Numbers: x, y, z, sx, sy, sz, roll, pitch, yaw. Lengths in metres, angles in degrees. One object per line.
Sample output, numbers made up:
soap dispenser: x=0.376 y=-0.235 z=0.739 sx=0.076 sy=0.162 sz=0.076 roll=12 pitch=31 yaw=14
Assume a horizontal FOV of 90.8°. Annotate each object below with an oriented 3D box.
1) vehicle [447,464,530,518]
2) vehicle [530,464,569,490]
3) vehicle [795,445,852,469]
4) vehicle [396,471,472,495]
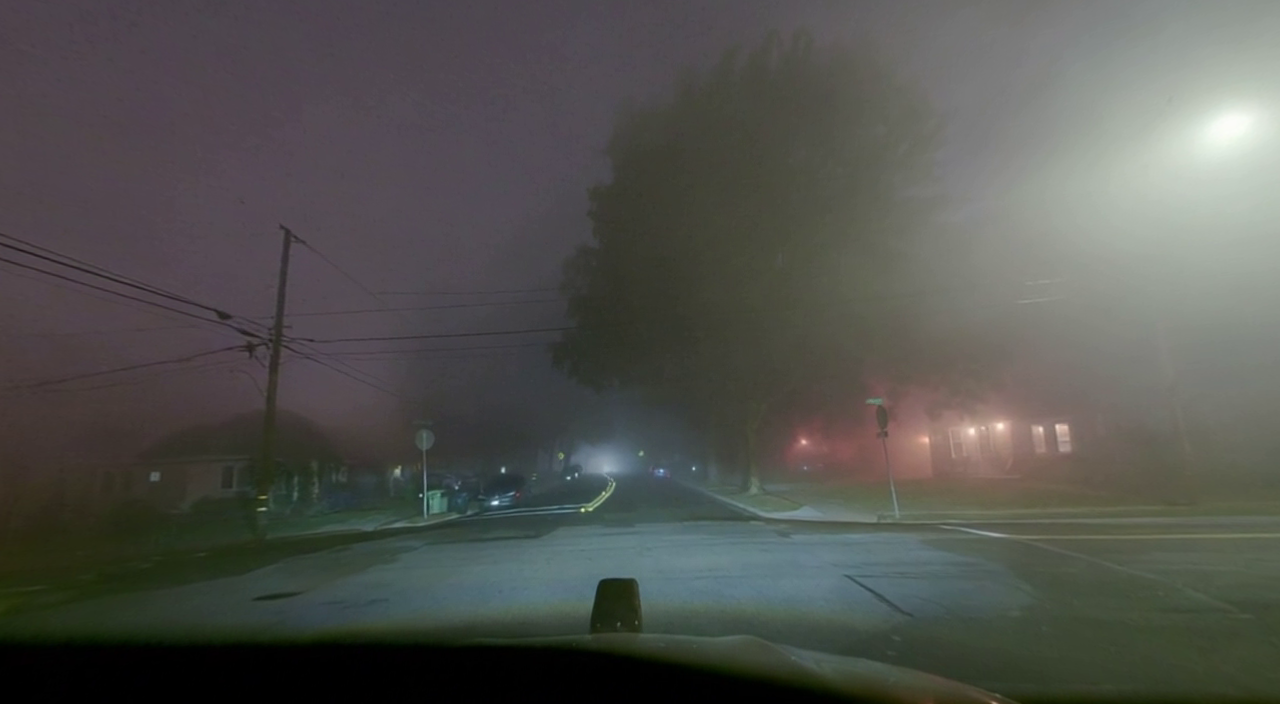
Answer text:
vehicle: x=-6.211 y=5.720 z=26.491 sx=2.149 sy=1.823 sz=4.613 roll=-6 pitch=-10 yaw=1
vehicle: x=-6.596 y=9.136 z=46.373 sx=2.133 sy=1.525 sz=4.401 roll=-4 pitch=-9 yaw=0
vehicle: x=12.429 y=7.157 z=42.915 sx=3.563 sy=1.551 sz=1.916 roll=-2 pitch=-9 yaw=13
vehicle: x=-14.218 y=9.027 z=43.605 sx=4.601 sy=1.486 sz=1.876 roll=-2 pitch=-9 yaw=12
